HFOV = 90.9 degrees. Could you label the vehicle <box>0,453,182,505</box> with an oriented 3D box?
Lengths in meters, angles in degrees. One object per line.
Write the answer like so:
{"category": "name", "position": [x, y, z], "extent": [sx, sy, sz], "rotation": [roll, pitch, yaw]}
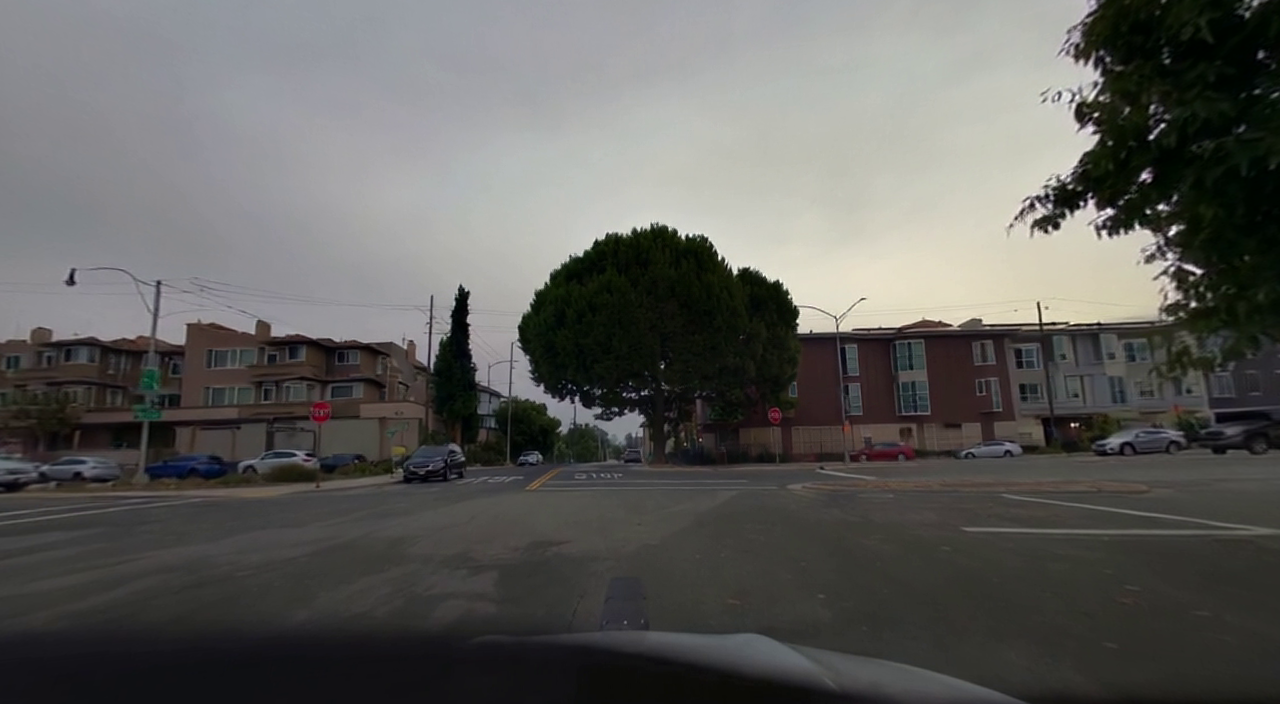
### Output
{"category": "vehicle", "position": [-16.621, 3.820, 19.101], "extent": [4.233, 1.432, 1.755], "rotation": [-1, -8, 5]}

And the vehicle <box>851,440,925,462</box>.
{"category": "vehicle", "position": [17.874, 7.117, 45.529], "extent": [4.528, 1.458, 1.939], "rotation": [1, -7, -4]}

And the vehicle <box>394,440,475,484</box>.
{"category": "vehicle", "position": [-8.714, 4.674, 27.205], "extent": [2.156, 1.620, 4.945], "rotation": [0, -7, -4]}

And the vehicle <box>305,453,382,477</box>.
{"category": "vehicle", "position": [-20.277, 7.739, 43.222], "extent": [4.277, 1.527, 1.987], "rotation": [0, -8, -3]}

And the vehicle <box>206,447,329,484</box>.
{"category": "vehicle", "position": [-17.789, 5.375, 30.311], "extent": [2.010, 1.583, 4.582], "rotation": [-6, -10, 34]}

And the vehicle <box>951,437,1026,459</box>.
{"category": "vehicle", "position": [25.403, 7.002, 46.014], "extent": [4.323, 1.507, 1.896], "rotation": [0, -8, -4]}

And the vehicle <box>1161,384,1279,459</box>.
{"category": "vehicle", "position": [33.109, 3.566, 32.209], "extent": [10.986, 3.604, 2.707], "rotation": [0, -10, -6]}

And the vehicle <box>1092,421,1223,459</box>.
{"category": "vehicle", "position": [28.847, 4.909, 35.256], "extent": [5.277, 2.032, 2.408], "rotation": [1, -7, -4]}
